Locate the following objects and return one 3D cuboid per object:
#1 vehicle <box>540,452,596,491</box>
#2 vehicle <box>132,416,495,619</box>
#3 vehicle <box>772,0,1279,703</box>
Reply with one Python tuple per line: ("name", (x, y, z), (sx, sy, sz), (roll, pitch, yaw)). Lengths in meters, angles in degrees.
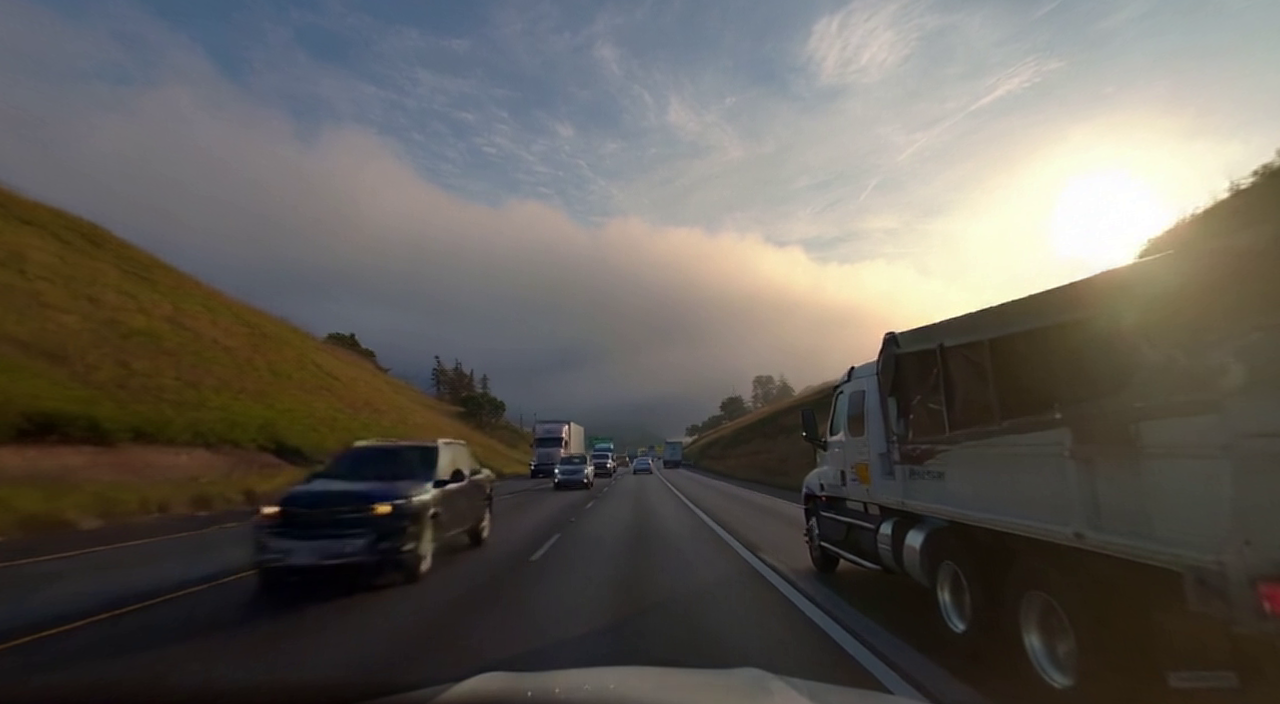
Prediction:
("vehicle", (-3.158, 5.283, 28.295), (2.005, 1.598, 3.684), (0, -9, 1))
("vehicle", (-3.212, 1.709, 7.409), (2.008, 1.671, 4.126), (0, -9, 0))
("vehicle", (3.231, 0.251, 5.121), (2.959, 3.973, 5.928), (0, -9, 0))
